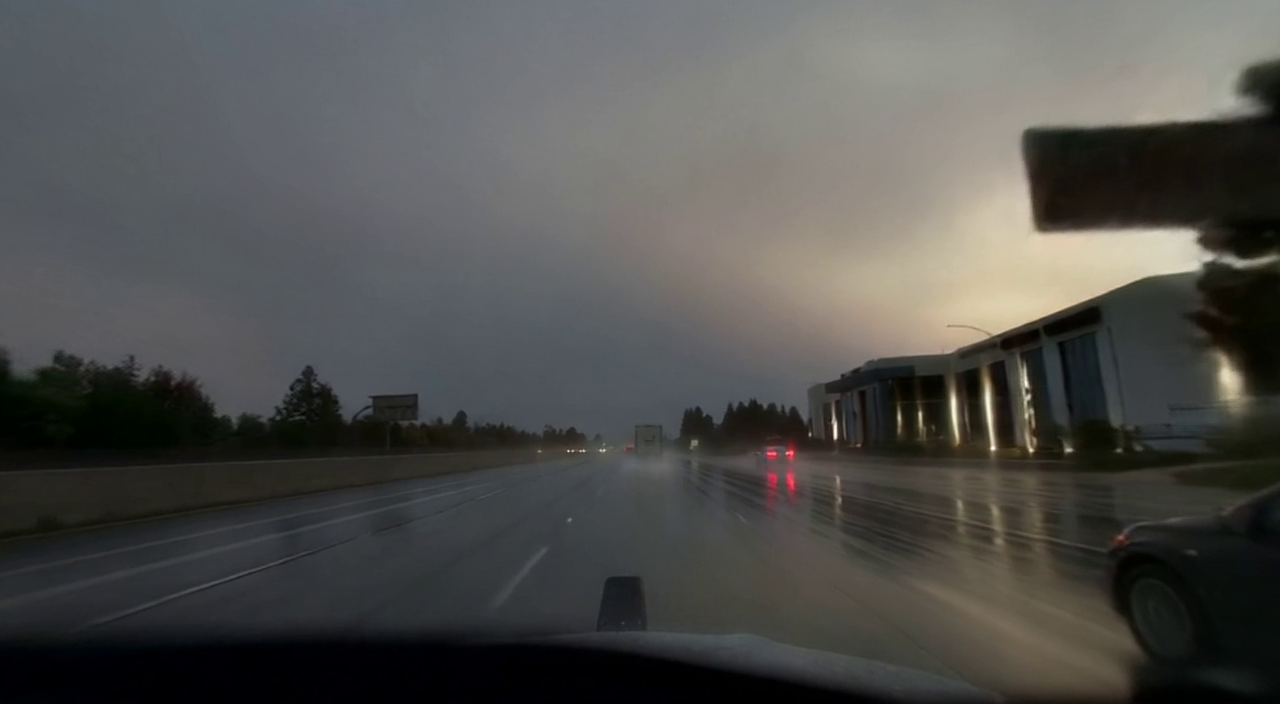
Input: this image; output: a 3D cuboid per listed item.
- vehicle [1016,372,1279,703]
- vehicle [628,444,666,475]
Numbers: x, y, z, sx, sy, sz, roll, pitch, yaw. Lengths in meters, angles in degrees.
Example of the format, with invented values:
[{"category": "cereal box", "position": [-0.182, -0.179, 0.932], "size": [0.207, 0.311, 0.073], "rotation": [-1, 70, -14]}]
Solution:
[{"category": "vehicle", "position": [3.822, 0.788, 2.097], "size": [2.008, 1.595, 5.082], "rotation": [0, -9, 0]}, {"category": "vehicle", "position": [0.375, 6.028, 35.589], "size": [2.015, 1.639, 4.086], "rotation": [0, -9, 1]}]
